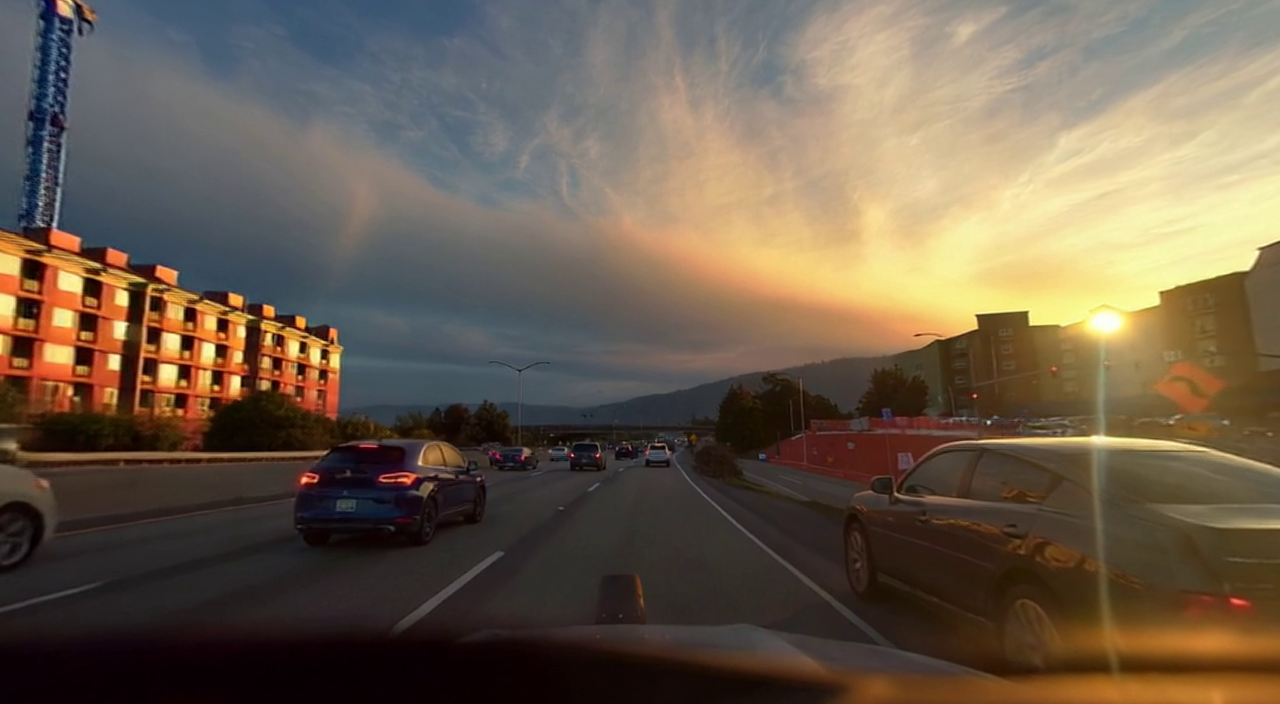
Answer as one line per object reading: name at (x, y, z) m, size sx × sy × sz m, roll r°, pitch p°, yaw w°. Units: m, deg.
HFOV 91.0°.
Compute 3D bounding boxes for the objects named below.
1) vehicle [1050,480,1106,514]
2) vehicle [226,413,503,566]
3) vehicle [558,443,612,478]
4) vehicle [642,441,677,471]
vehicle at (25.166, 8.306, 36.308) m, size 1.873 × 1.547 × 4.240 m, roll -4°, pitch -9°, yaw 25°
vehicle at (-3.639, 1.899, 9.459) m, size 2.045 × 1.710 × 4.382 m, roll 0°, pitch -8°, yaw 2°
vehicle at (-2.724, 5.526, 32.352) m, size 2.109 × 1.657 × 4.554 m, roll 0°, pitch -8°, yaw 4°
vehicle at (1.222, 6.557, 39.761) m, size 2.116 × 1.763 × 4.352 m, roll 0°, pitch -9°, yaw 1°
